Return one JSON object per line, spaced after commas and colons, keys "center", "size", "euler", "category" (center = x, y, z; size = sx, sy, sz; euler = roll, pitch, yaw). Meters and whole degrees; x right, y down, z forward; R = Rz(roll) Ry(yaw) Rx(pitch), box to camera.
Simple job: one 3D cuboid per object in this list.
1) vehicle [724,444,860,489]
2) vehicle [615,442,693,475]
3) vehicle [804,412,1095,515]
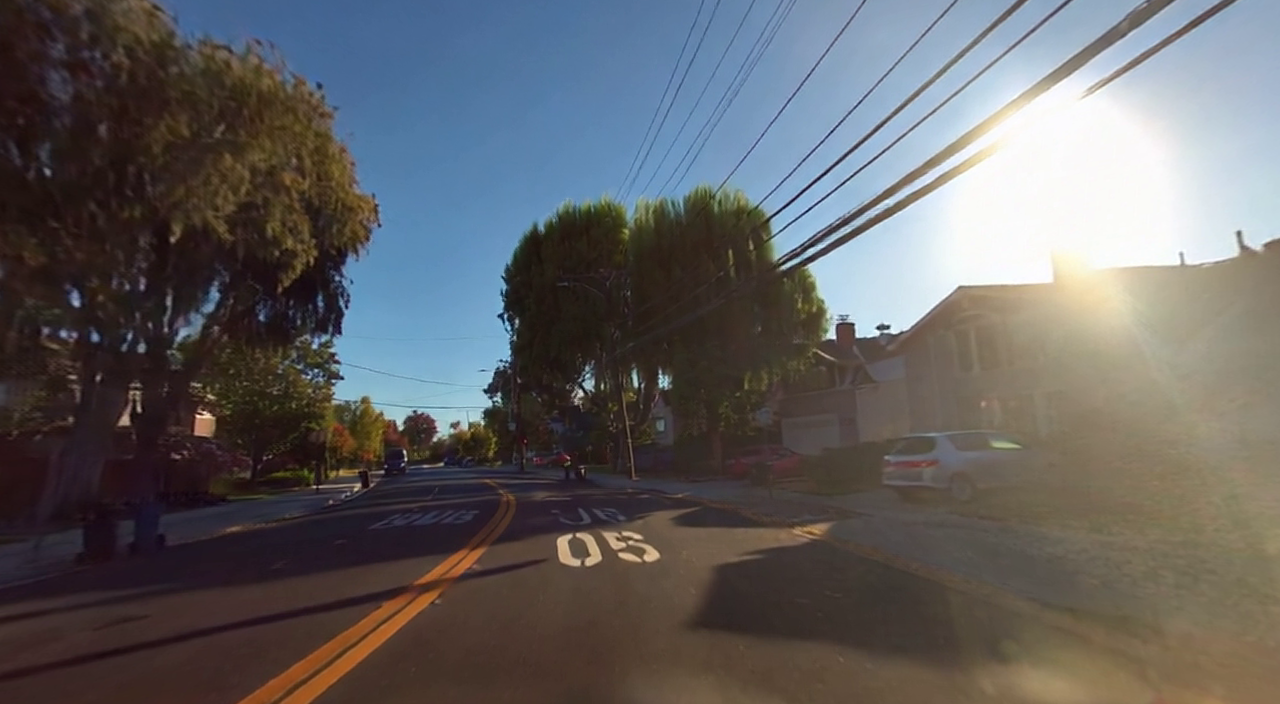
{"center": [5.506, 4.135, 23.154], "size": [4.382, 1.531, 1.925], "euler": [2, -8, -11], "category": "vehicle"}
{"center": [0.869, 6.535, 39.023], "size": [4.337, 1.768, 1.962], "euler": [0, -8, -19], "category": "vehicle"}
{"center": [6.616, 2.442, 13.909], "size": [5.229, 1.790, 2.153], "euler": [-2, -11, -7], "category": "vehicle"}
